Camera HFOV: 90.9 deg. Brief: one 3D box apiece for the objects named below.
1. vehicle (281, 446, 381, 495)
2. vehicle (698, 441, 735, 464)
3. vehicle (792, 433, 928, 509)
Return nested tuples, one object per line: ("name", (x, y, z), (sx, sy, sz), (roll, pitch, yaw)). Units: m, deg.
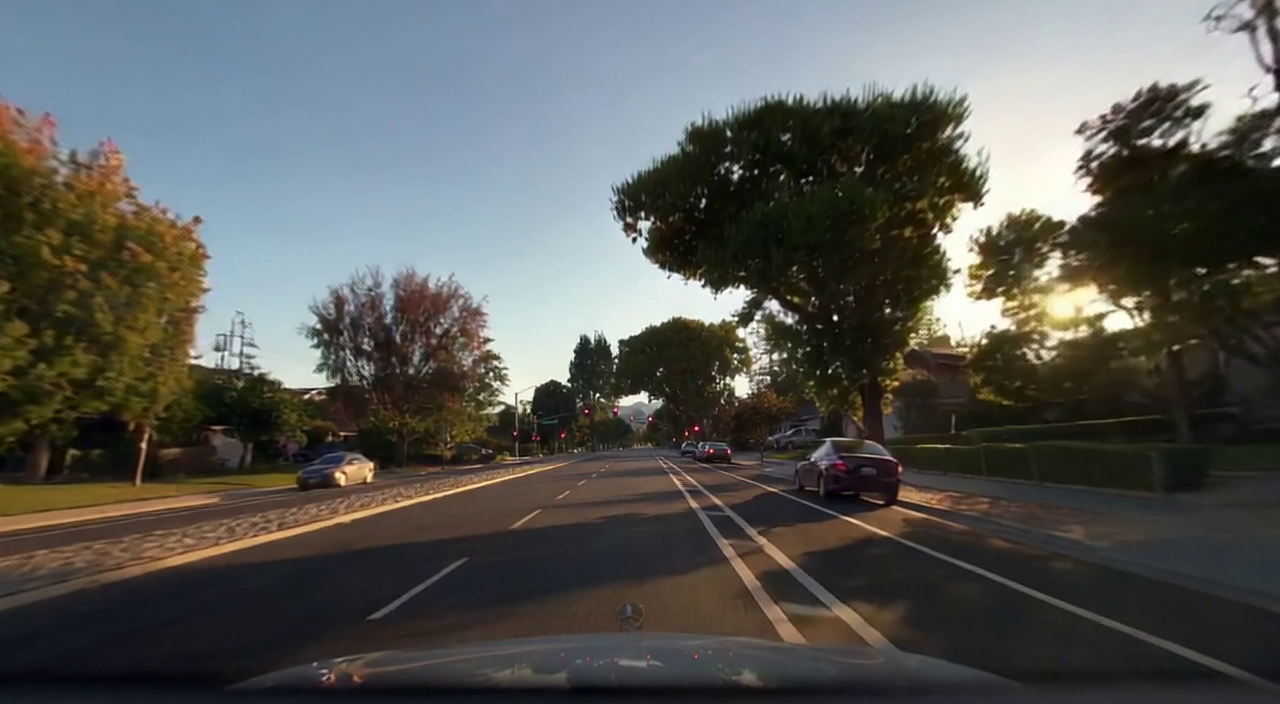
("vehicle", (-12.087, 4.609, 25.004), (2.000, 1.523, 4.226), (-2, -6, -2))
("vehicle", (5.042, 6.689, 42.097), (1.881, 1.435, 4.525), (0, -8, -1))
("vehicle", (4.962, 2.702, 14.812), (1.803, 1.517, 3.738), (0, -8, -1))
